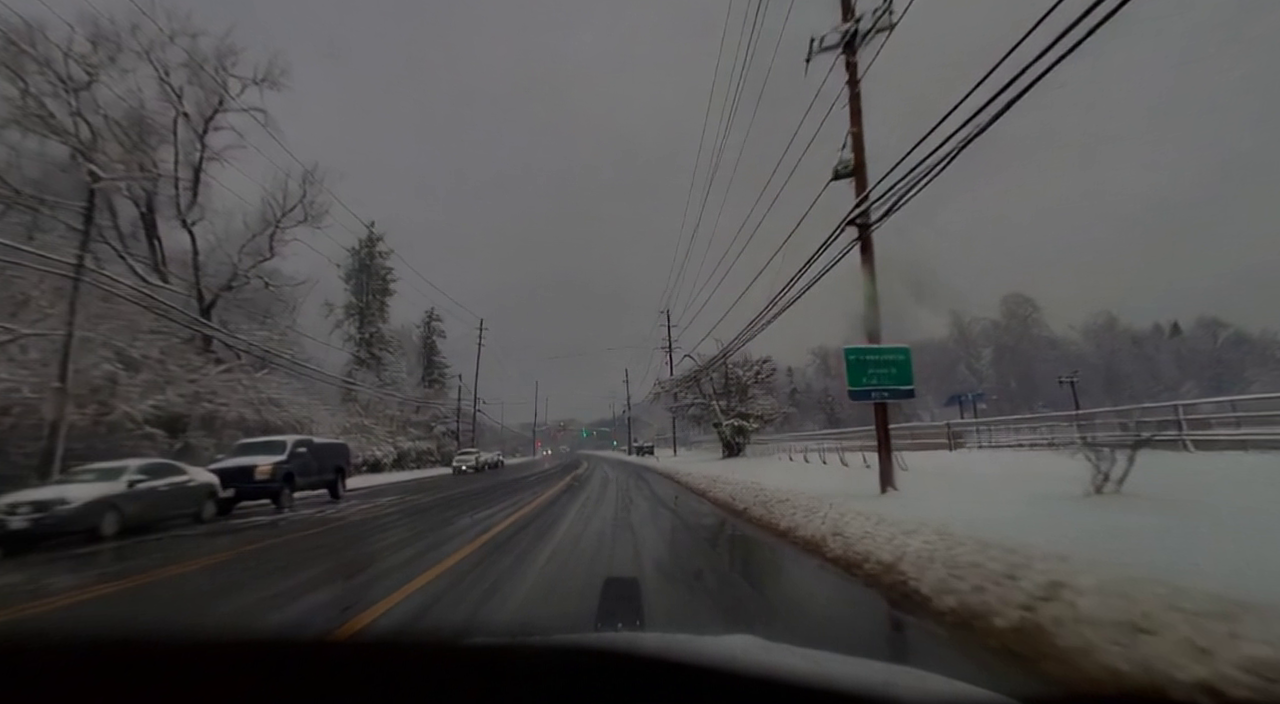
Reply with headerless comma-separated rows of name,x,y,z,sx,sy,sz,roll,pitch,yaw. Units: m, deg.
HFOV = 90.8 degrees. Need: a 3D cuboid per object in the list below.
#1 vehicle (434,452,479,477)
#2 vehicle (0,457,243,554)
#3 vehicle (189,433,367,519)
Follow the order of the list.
vehicle,-11.800,7.214,40.804,1.939,1.502,4.398,1,-9,-5
vehicle,-10.209,2.867,12.531,1.842,1.461,4.568,0,-9,-3
vehicle,-10.356,3.590,18.825,2.210,2.025,5.665,-2,-9,-3
